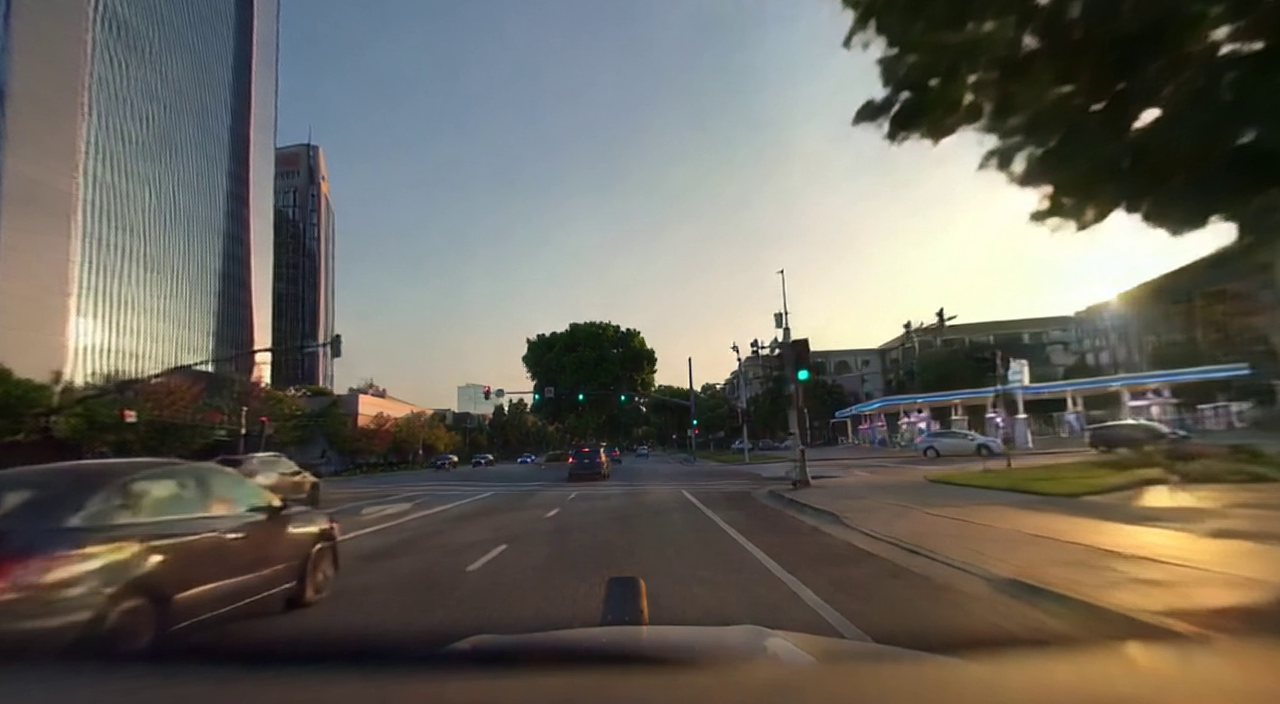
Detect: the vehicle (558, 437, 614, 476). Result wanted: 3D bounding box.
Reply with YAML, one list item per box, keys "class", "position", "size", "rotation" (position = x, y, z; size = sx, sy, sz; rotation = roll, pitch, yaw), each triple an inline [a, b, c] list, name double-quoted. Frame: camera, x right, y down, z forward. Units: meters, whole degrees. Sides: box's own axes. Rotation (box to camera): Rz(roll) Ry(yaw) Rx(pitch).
- class: "vehicle"
  position: [-3.081, 6.160, 37.546]
  size: [2.602, 2.091, 6.347]
  rotation: [-1, -8, 1]

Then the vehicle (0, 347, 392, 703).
- class: "vehicle"
  position: [-3.402, 1.049, 3.550]
  size: [2.183, 1.731, 4.338]
  rotation: [-1, -8, 1]

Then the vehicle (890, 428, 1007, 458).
- class: "vehicle"
  position: [17.395, 5.190, 35.897]
  size: [5.708, 1.585, 2.070]
  rotation: [-4, -8, 20]

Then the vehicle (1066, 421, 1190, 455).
- class: "vehicle"
  position: [25.507, 4.526, 33.135]
  size: [4.700, 1.579, 1.823]
  rotation: [-5, -8, 19]
